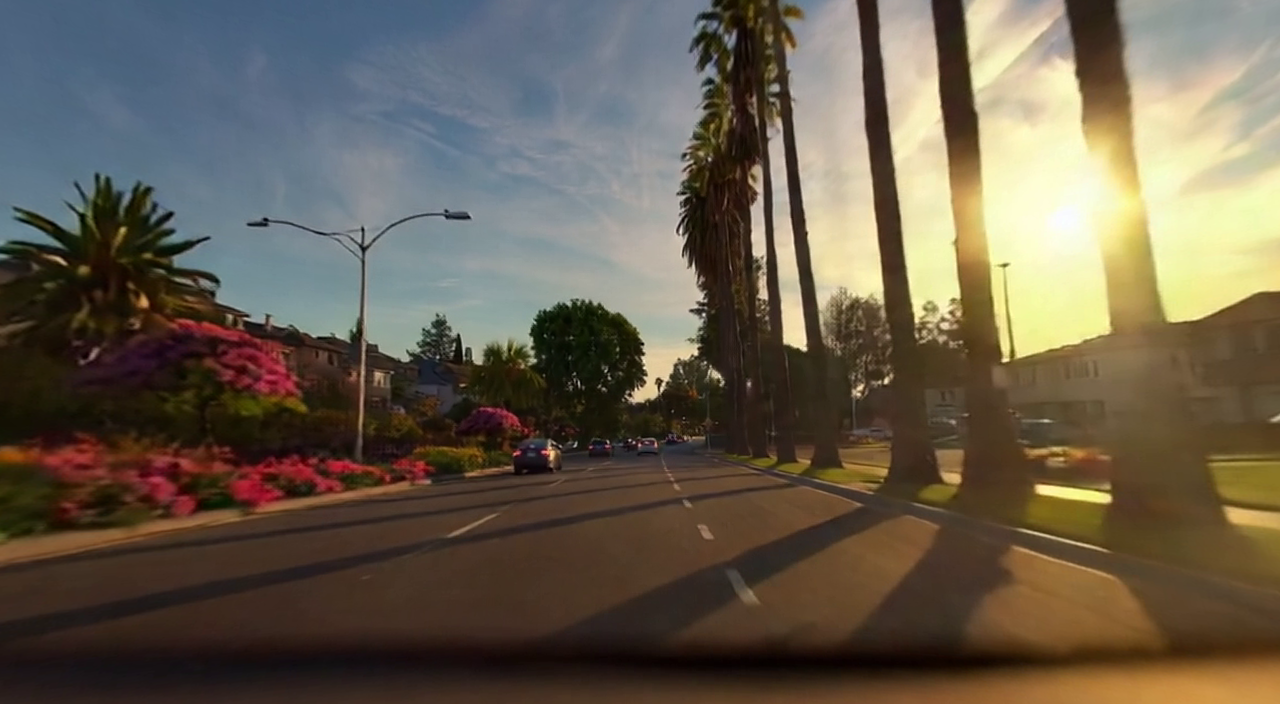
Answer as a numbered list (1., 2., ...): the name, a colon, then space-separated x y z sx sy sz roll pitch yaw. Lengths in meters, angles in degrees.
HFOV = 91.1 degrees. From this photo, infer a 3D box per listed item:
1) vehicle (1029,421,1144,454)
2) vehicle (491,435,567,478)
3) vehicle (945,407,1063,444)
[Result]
1. vehicle: 21.562 4.124 30.459 4.168 1.489 1.768 0 -6 2
2. vehicle: -4.136 3.966 24.184 2.036 1.478 4.508 0 -8 1
3. vehicle: 21.211 4.339 36.749 5.458 2.044 2.299 0 -8 -2
